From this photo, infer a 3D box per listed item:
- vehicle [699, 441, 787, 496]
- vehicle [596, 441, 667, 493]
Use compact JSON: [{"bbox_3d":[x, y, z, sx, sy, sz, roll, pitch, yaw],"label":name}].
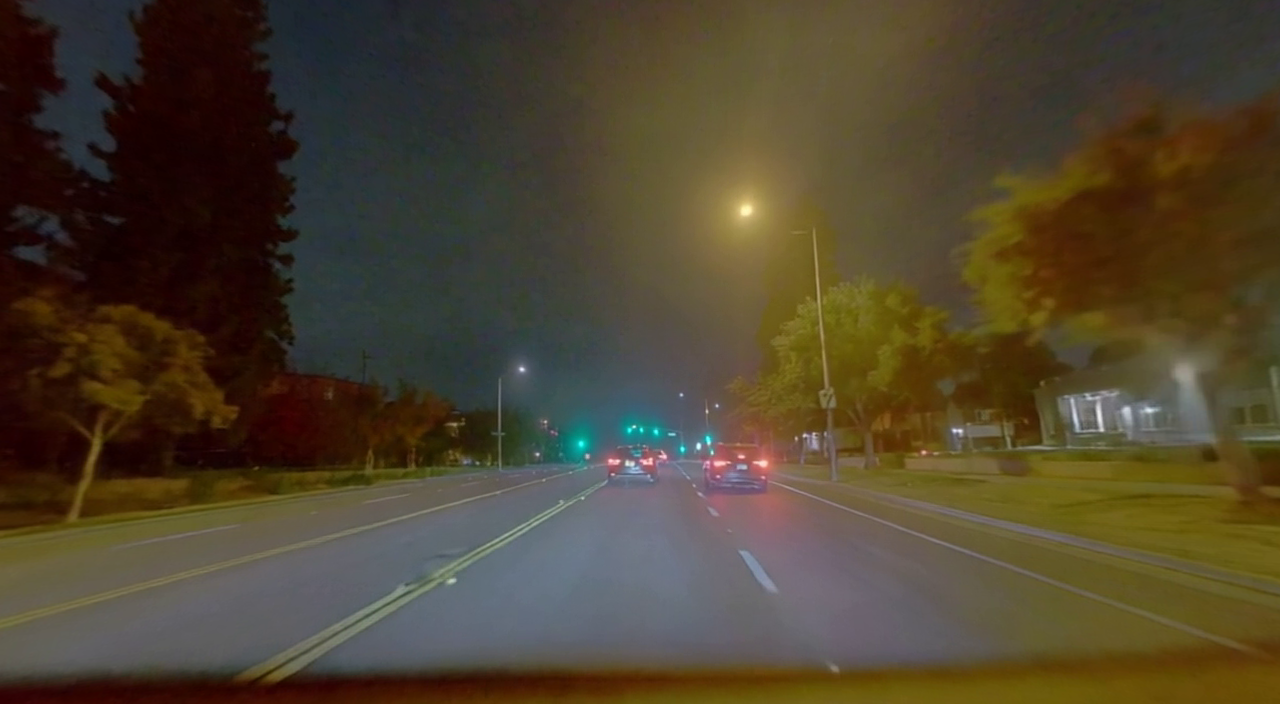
[{"bbox_3d":[2.959,3.449,19.010,2.065,1.456,4.099,0,-9,1],"label":"vehicle"},{"bbox_3d":[-0.158,3.646,20.316,2.030,1.467,4.403,-1,-9,3],"label":"vehicle"}]
